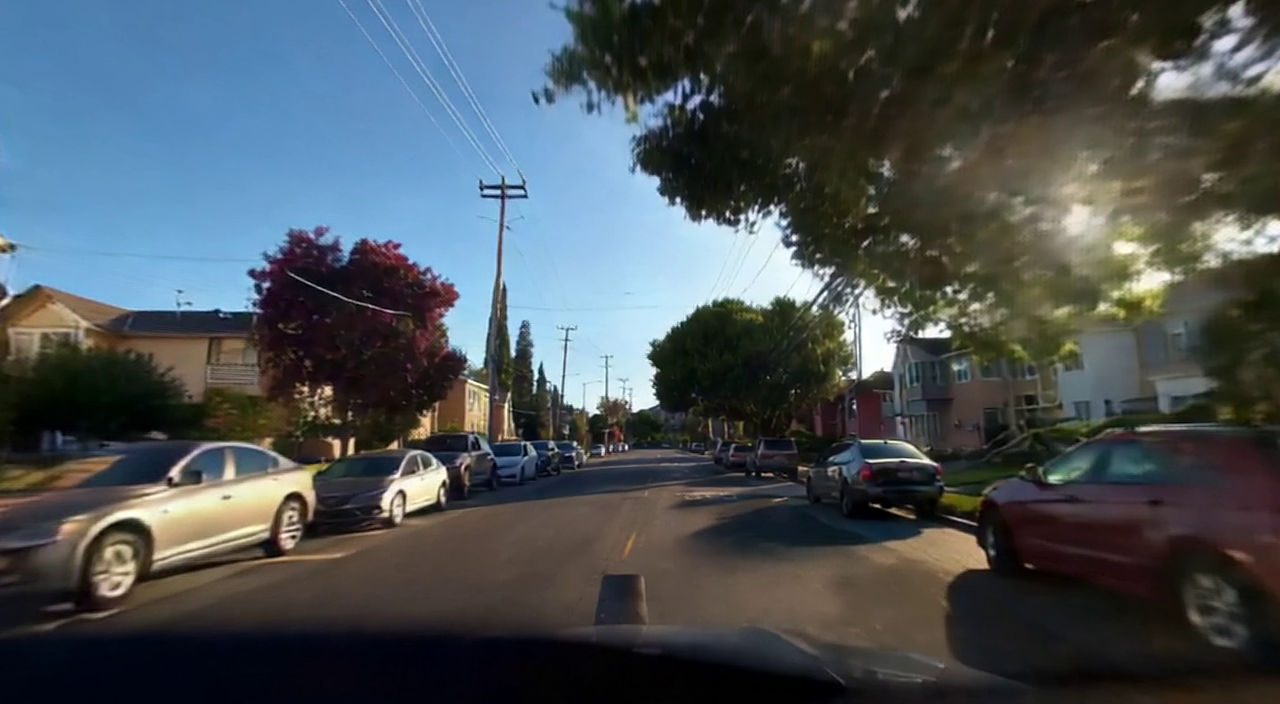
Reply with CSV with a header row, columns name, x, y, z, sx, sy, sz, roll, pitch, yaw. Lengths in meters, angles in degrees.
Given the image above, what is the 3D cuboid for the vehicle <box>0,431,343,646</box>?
name,x,y,z,sx,sy,sz,roll,pitch,yaw
vehicle,-5.137,1.608,6.625,1.853,1.447,4.462,-3,-7,1

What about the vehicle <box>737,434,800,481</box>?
name,x,y,z,sx,sy,sz,roll,pitch,yaw
vehicle,5.201,4.302,26.056,1.936,1.756,4.127,-1,-9,3

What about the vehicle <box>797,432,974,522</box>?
name,x,y,z,sx,sy,sz,roll,pitch,yaw
vehicle,4.938,2.572,13.593,1.910,1.567,4.856,0,-9,1

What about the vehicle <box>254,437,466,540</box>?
name,x,y,z,sx,sy,sz,roll,pitch,yaw
vehicle,-4.945,2.404,12.086,1.979,1.435,4.785,-3,-7,-1

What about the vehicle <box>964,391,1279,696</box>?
name,x,y,z,sx,sy,sz,roll,pitch,yaw
vehicle,4.754,1.350,5.363,1.951,1.700,4.485,-1,-9,5
